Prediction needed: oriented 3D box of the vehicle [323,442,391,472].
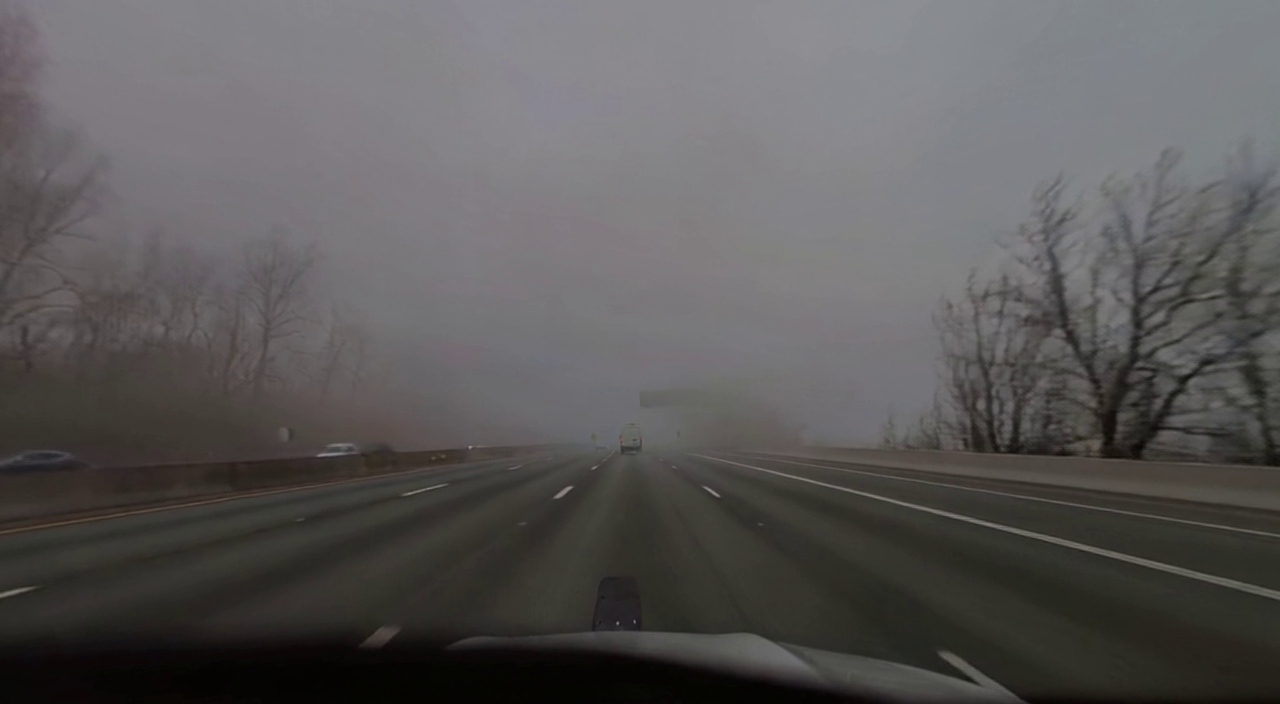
[{"bbox_3d":[-15.270,5.640,34.140,1.854,1.462,4.237,0,-8,-2],"label":"vehicle"}]
